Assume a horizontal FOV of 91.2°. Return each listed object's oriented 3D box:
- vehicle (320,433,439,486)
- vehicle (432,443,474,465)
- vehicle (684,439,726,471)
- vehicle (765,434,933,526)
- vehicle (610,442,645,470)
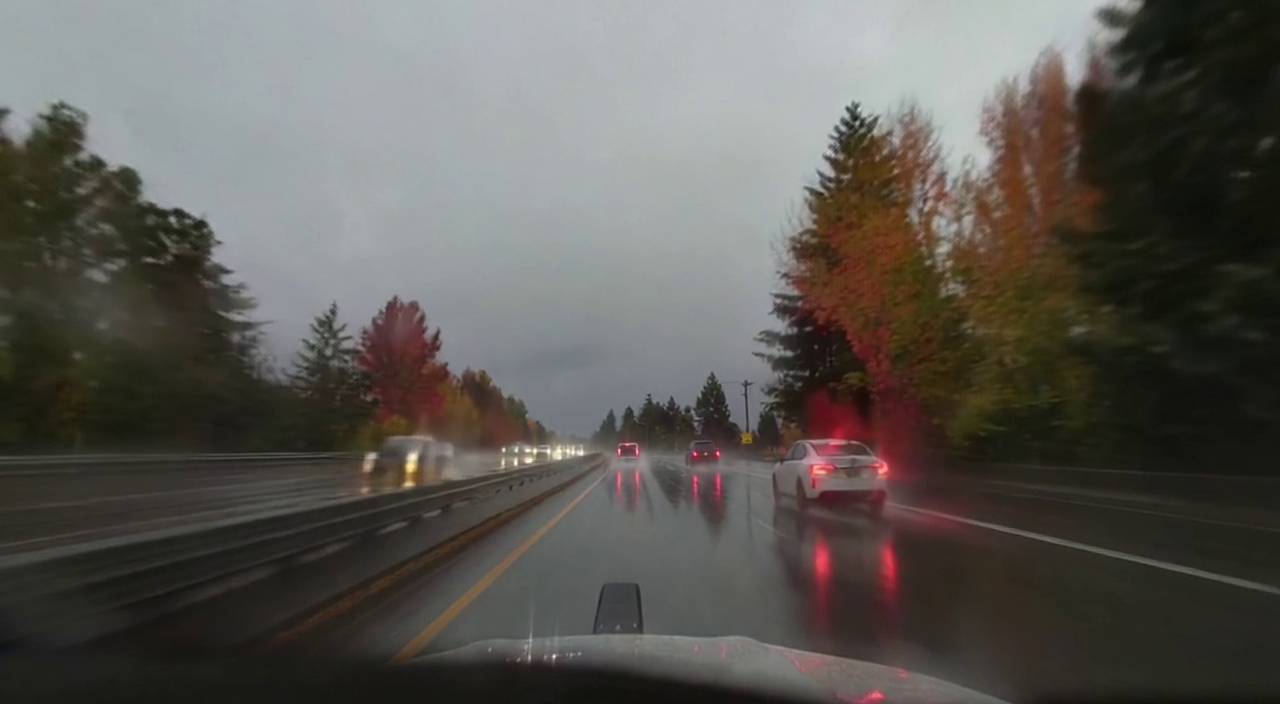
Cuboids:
[{"bbox_3d":[-8.292,3.455,20.466,1.918,1.511,4.549,0,-9,0],"label":"vehicle"},{"bbox_3d":[-13.488,7.348,45.412,1.874,1.498,3.922,0,-9,-1],"label":"vehicle"},{"bbox_3d":[3.786,6.058,37.130,1.982,1.745,4.151,0,-9,-1],"label":"vehicle"},{"bbox_3d":[3.921,2.457,12.565,1.968,1.513,3.911,0,-9,0],"label":"vehicle"},{"bbox_3d":[-0.808,6.694,40.473,2.151,1.693,4.201,0,-9,-1],"label":"vehicle"}]
